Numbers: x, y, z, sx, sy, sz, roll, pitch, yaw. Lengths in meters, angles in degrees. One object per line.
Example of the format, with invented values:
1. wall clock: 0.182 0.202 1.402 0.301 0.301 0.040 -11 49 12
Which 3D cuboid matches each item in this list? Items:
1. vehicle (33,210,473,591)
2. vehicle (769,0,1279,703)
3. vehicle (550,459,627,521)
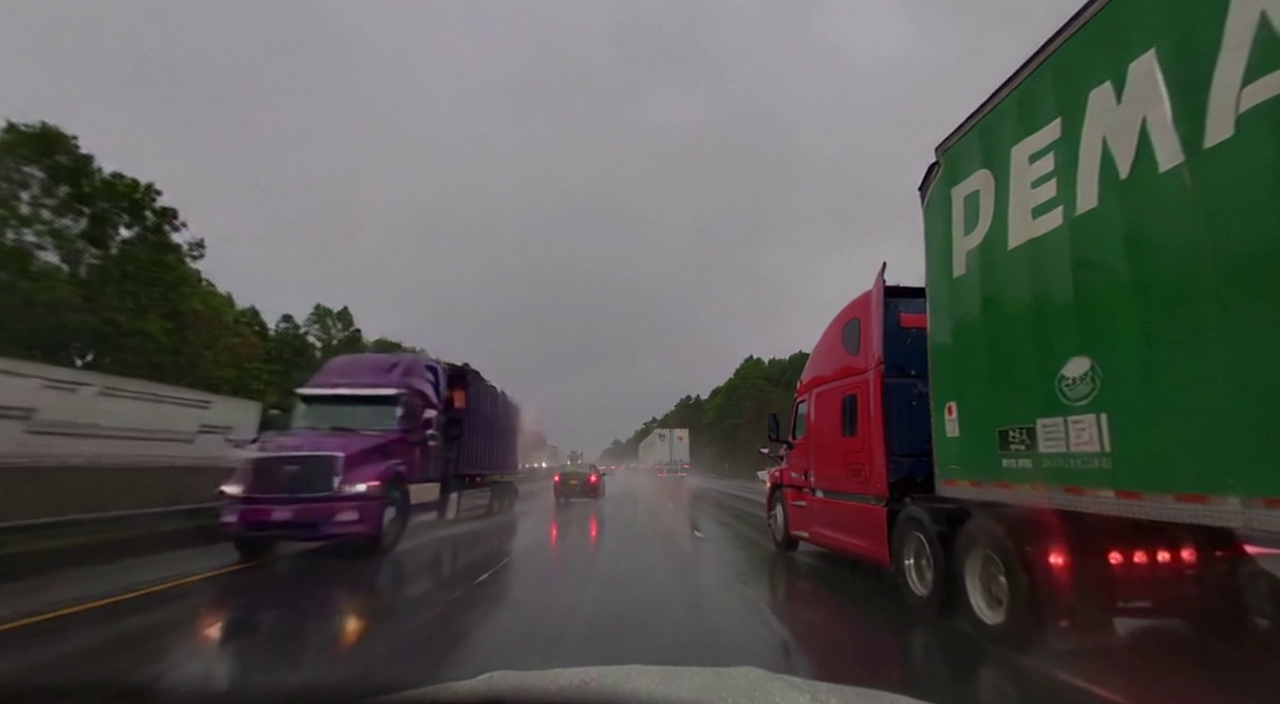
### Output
1. vehicle: -4.838 0.901 9.556 3.099 4.220 5.196 1 -10 -1
2. vehicle: 3.900 0.212 4.133 2.856 4.040 14.009 1 -10 -1
3. vehicle: -1.426 4.130 19.267 2.010 1.580 4.949 1 -10 -1
